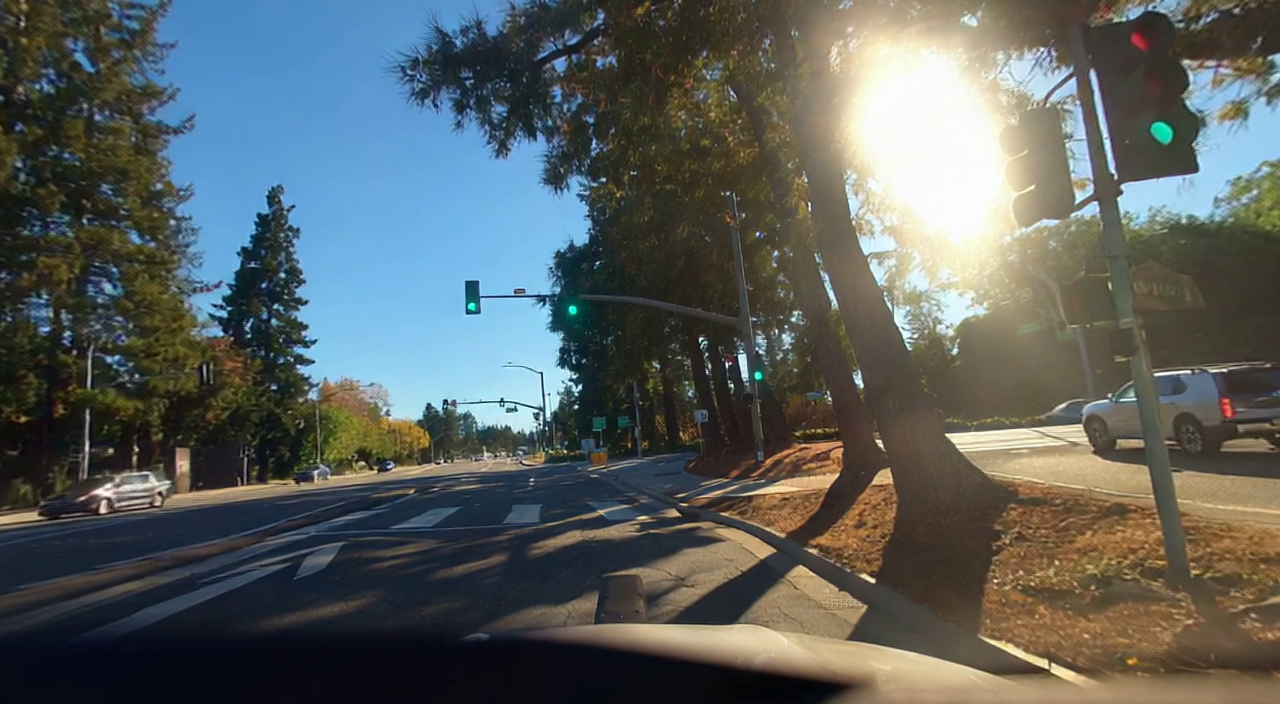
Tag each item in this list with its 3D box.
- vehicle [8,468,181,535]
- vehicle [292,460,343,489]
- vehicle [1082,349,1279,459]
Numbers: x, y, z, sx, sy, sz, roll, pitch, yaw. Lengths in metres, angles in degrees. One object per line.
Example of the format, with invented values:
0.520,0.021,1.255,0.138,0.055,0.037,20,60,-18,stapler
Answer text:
-17.021,4.623,20.089,2.078,1.486,4.629,-4,-8,-11,vehicle
-21.082,7.991,41.474,1.986,1.492,4.332,-3,-8,-13,vehicle
10.646,1.084,11.784,1.855,1.669,4.529,-2,-9,6,vehicle
